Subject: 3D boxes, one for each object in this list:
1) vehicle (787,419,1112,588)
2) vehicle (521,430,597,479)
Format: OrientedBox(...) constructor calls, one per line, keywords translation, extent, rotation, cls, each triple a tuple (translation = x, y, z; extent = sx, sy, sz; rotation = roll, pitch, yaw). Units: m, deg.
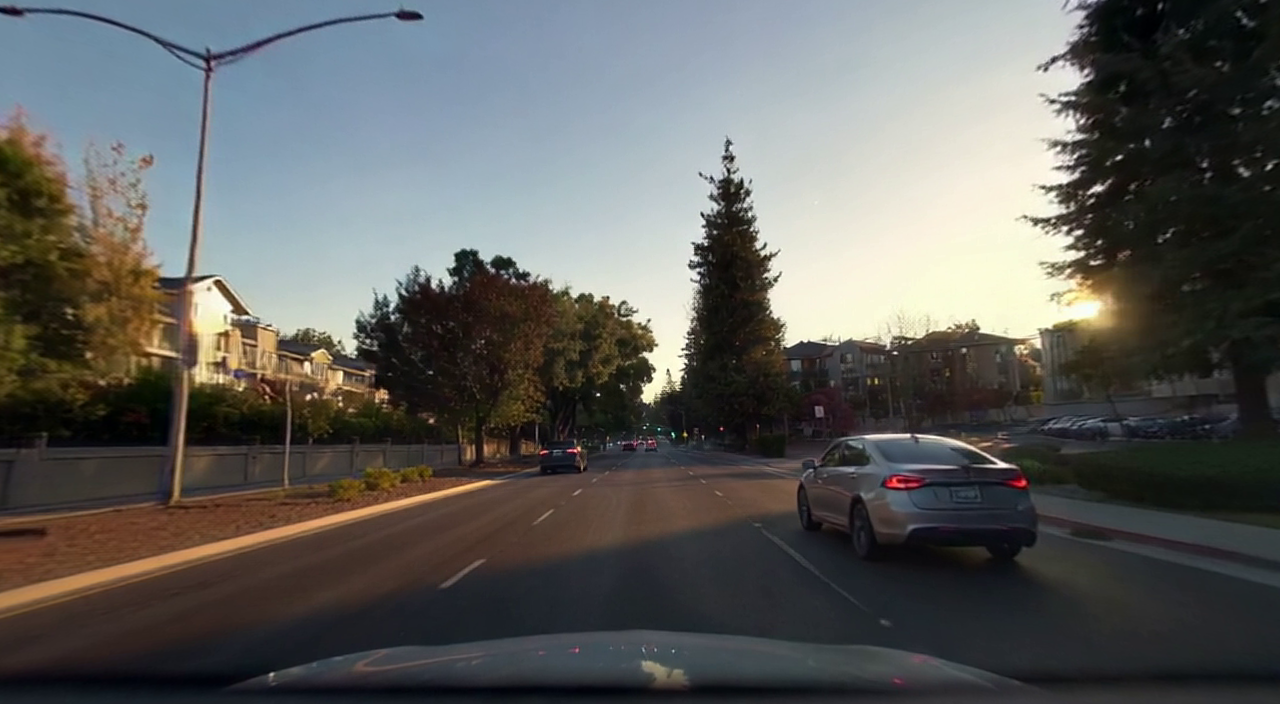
OrientedBox(translation=(3.354, 1.710, 8.009), extent=(1.945, 1.530, 4.320), rotation=(0, -8, 0), cls="vehicle")
OrientedBox(translation=(-3.218, 4.201, 26.177), extent=(2.216, 1.828, 4.886), rotation=(-1, -8, 3), cls="vehicle")
